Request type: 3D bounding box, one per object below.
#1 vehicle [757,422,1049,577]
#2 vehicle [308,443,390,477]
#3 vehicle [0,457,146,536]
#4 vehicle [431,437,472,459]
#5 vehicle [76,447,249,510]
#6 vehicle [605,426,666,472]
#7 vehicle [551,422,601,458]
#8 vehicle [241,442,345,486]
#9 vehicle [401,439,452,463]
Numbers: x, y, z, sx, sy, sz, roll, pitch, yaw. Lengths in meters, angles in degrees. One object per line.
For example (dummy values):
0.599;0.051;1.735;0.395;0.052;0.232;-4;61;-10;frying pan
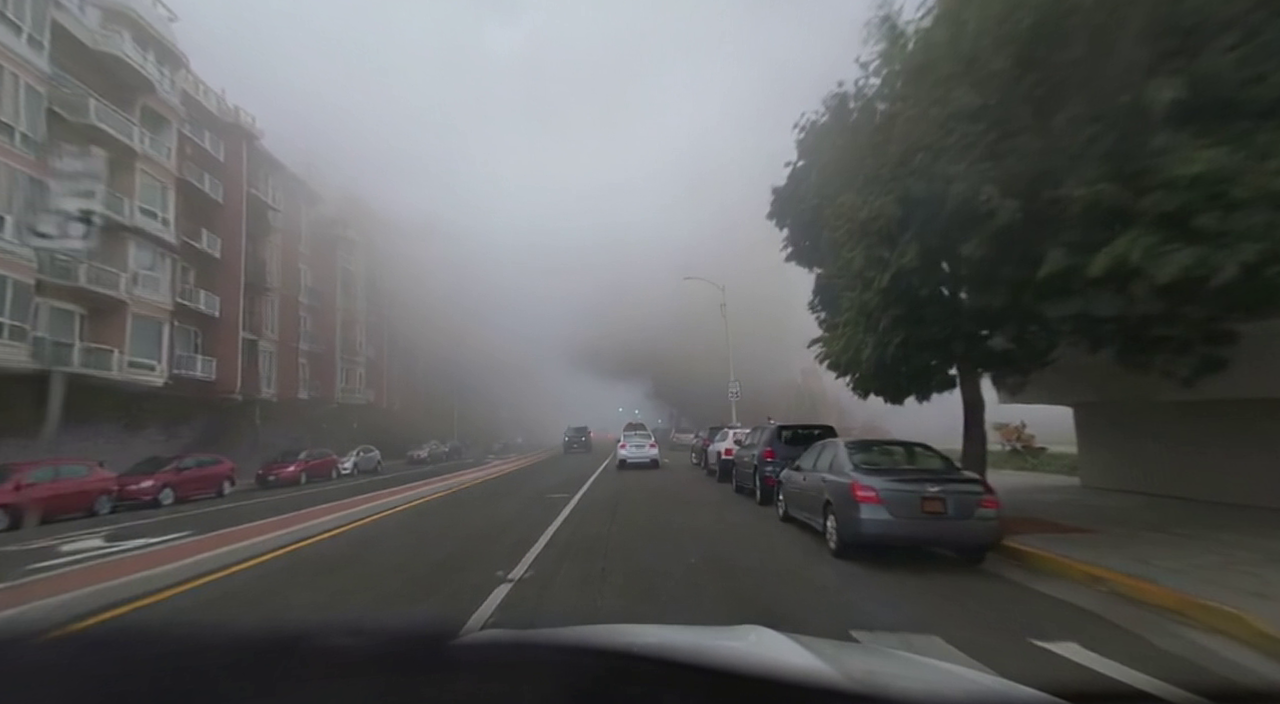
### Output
2.956;1.743;8.389;1.874;1.468;4.550;0;-8;-1;vehicle
-13.902;5.138;30.434;1.837;1.470;4.263;0;-8;1;vehicle
-13.662;3.120;13.908;1.863;1.468;4.565;0;-8;0;vehicle
-14.001;7.132;47.059;1.839;1.594;4.055;0;-8;-1;vehicle
-13.880;3.641;18.769;1.805;1.580;4.477;0;-8;-3;vehicle
-0.177;3.505;22.933;2.026;1.496;3.701;0;-8;-1;vehicle
-3.214;4.561;32.653;2.065;1.705;4.353;0;-8;1;vehicle
-14.037;4.512;25.895;1.887;1.619;4.208;0;-8;-1;vehicle
-13.982;6.493;41.696;1.907;1.480;4.498;0;-8;-1;vehicle
